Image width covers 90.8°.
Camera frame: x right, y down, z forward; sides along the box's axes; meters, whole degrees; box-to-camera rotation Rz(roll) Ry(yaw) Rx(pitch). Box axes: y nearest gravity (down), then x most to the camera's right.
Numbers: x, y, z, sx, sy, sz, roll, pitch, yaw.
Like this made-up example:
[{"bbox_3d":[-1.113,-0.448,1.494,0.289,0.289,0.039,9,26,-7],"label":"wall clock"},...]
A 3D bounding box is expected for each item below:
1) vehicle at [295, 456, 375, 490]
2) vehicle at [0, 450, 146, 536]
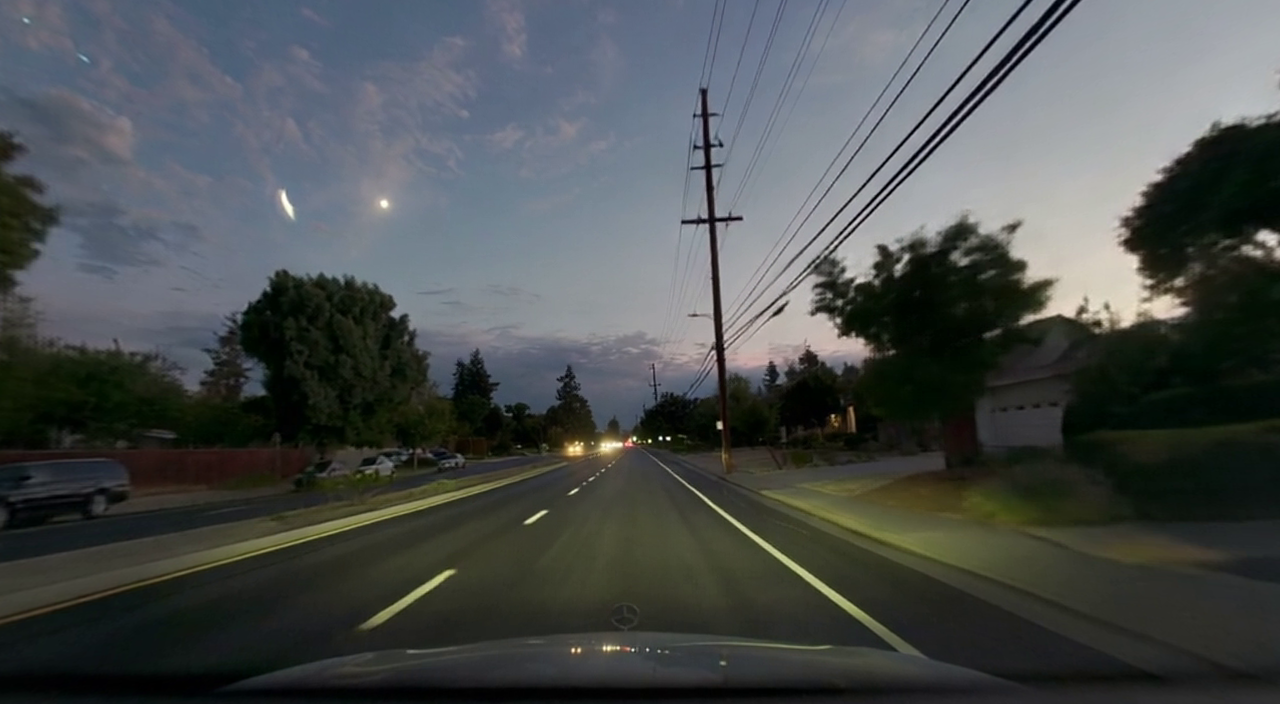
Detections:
[{"bbox_3d":[-15.968,6.329,33.401,2.031,1.482,4.476,-4,-9,0],"label":"vehicle"},{"bbox_3d":[-15.879,3.601,16.528,2.071,1.883,4.915,-2,-8,-3],"label":"vehicle"}]
